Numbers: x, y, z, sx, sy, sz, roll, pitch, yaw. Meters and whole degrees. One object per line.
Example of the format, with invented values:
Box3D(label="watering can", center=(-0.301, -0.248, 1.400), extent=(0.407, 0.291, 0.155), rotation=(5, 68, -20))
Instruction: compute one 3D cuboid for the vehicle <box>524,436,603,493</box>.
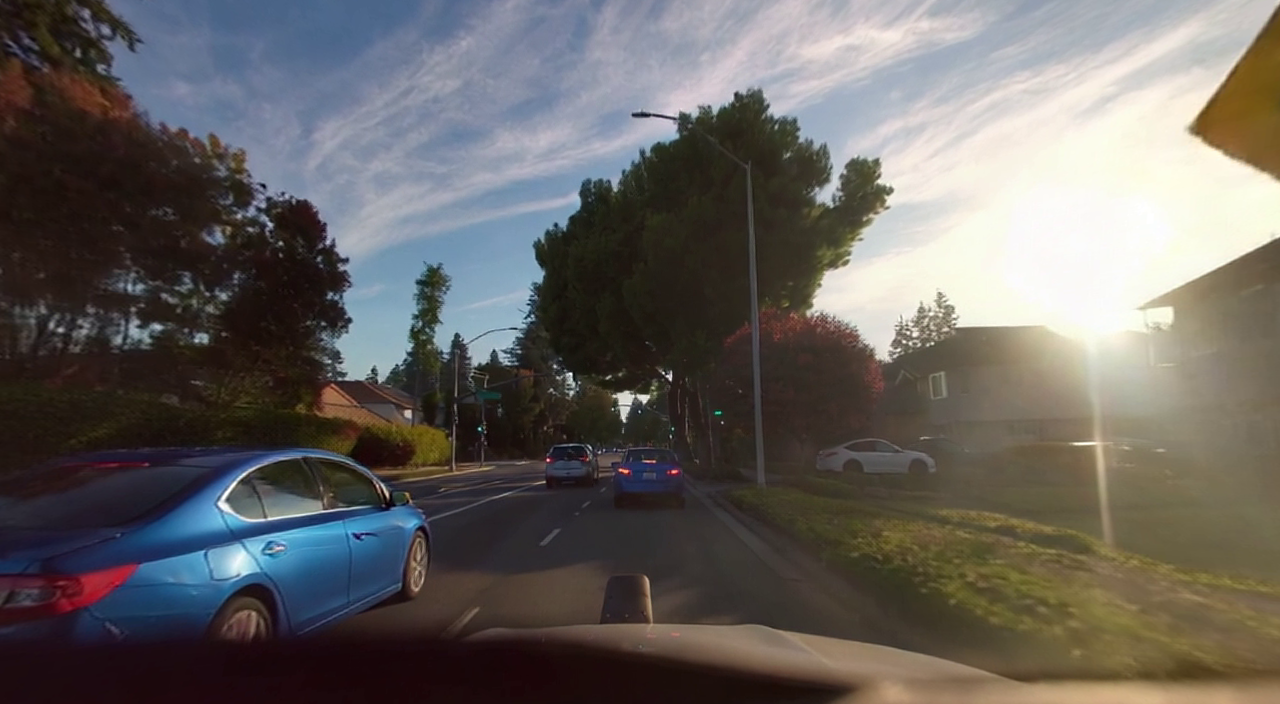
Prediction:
Box3D(label="vehicle", center=(-2.449, 3.746, 21.313), extent=(2.000, 1.737, 4.133), rotation=(0, -9, 2))

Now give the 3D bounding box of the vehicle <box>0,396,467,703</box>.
Box3D(label="vehicle", center=(-2.837, 1.211, 4.074), extent=(1.968, 1.472, 4.685), rotation=(0, -9, 2))

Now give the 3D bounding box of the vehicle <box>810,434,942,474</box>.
Box3D(label="vehicle", center=(9.313, 4.057, 25.143), extent=(4.456, 1.504, 1.914), rotation=(0, -9, 1))

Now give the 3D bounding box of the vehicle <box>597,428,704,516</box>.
Box3D(label="vehicle", center=(0.215, 2.692, 14.537), extent=(2.120, 1.718, 3.909), rotation=(0, -9, 0))
